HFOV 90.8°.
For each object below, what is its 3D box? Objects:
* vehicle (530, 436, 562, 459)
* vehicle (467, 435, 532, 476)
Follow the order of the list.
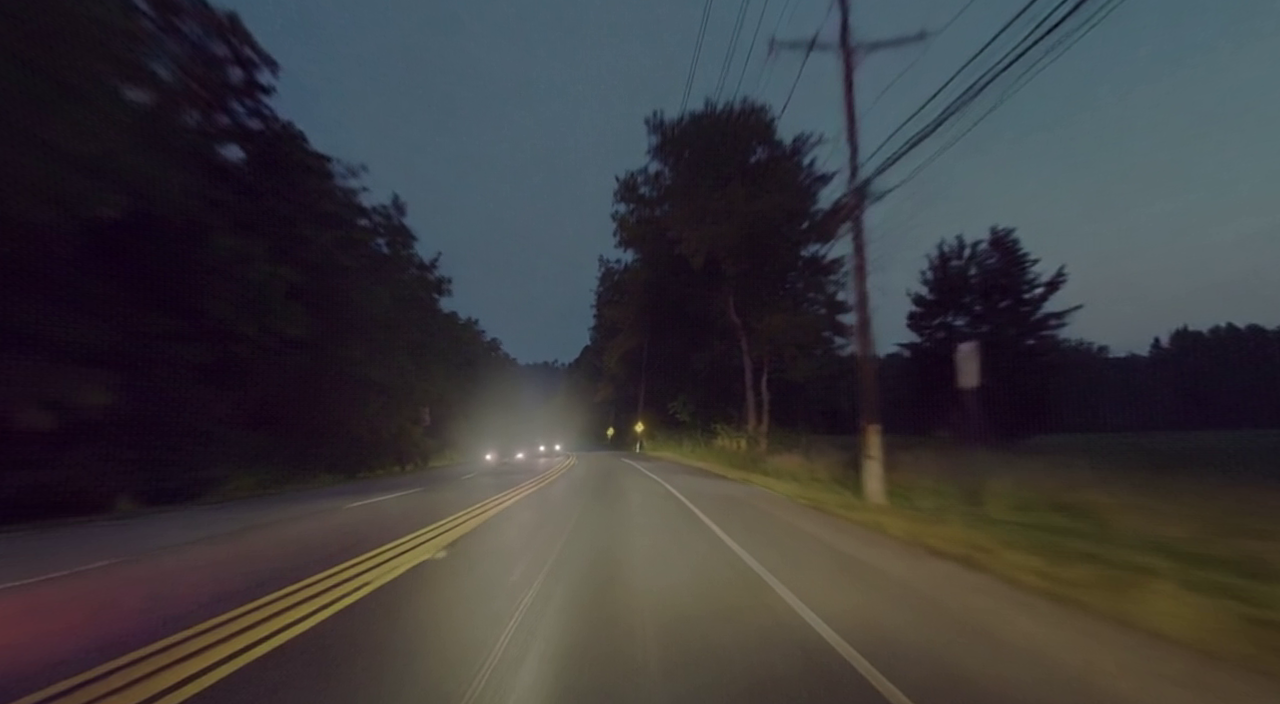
[{"bbox_3d":[-7.183,7.341,48.785,2.165,1.648,4.605,1,-8,-6],"label":"vehicle"},{"bbox_3d":[-6.237,4.630,28.591,2.143,1.694,4.326,1,-8,-3],"label":"vehicle"}]
